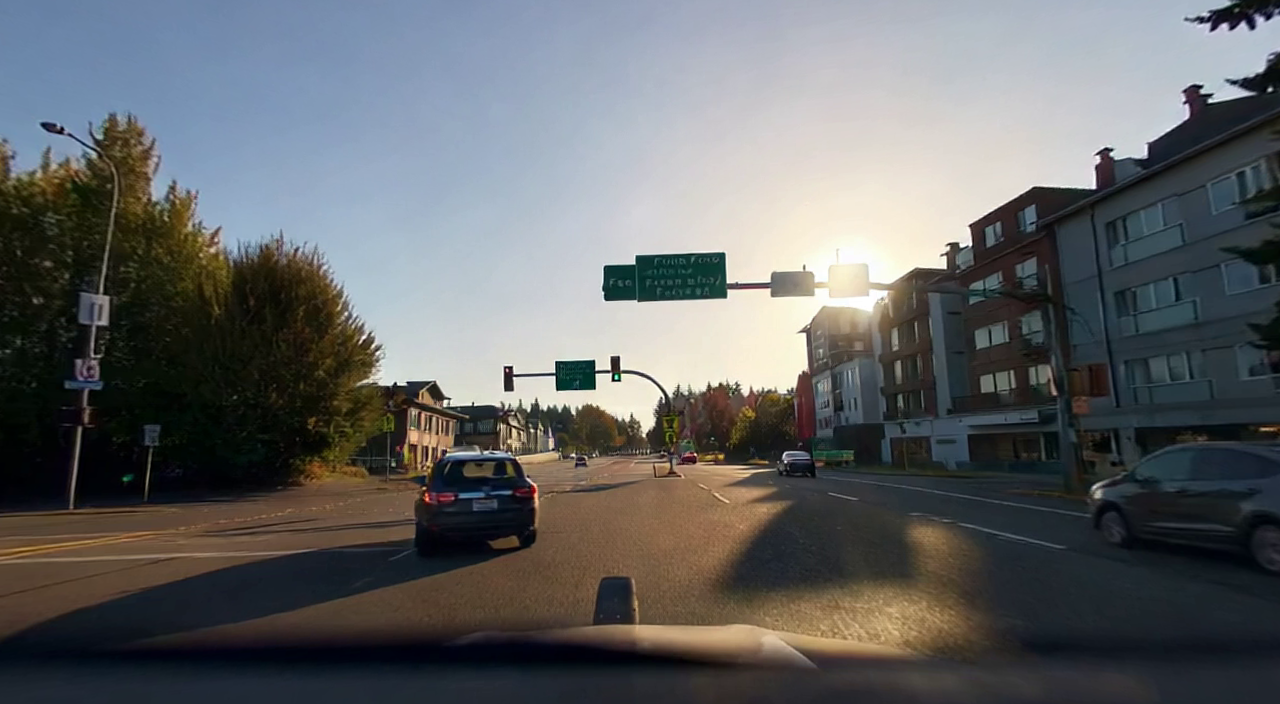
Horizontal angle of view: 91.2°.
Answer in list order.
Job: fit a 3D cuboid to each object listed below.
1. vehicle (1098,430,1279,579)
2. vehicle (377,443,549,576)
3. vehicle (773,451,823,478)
[{"bbox_3d":[7.901,1.708,7.247,2.007,1.586,4.210,-1,-9,0],"label":"vehicle"},{"bbox_3d":[-2.767,2.180,9.486,2.014,1.525,3.670,3,-9,-20],"label":"vehicle"},{"bbox_3d":[9.234,6.592,37.004,1.931,1.475,4.092,-1,-9,1],"label":"vehicle"}]
